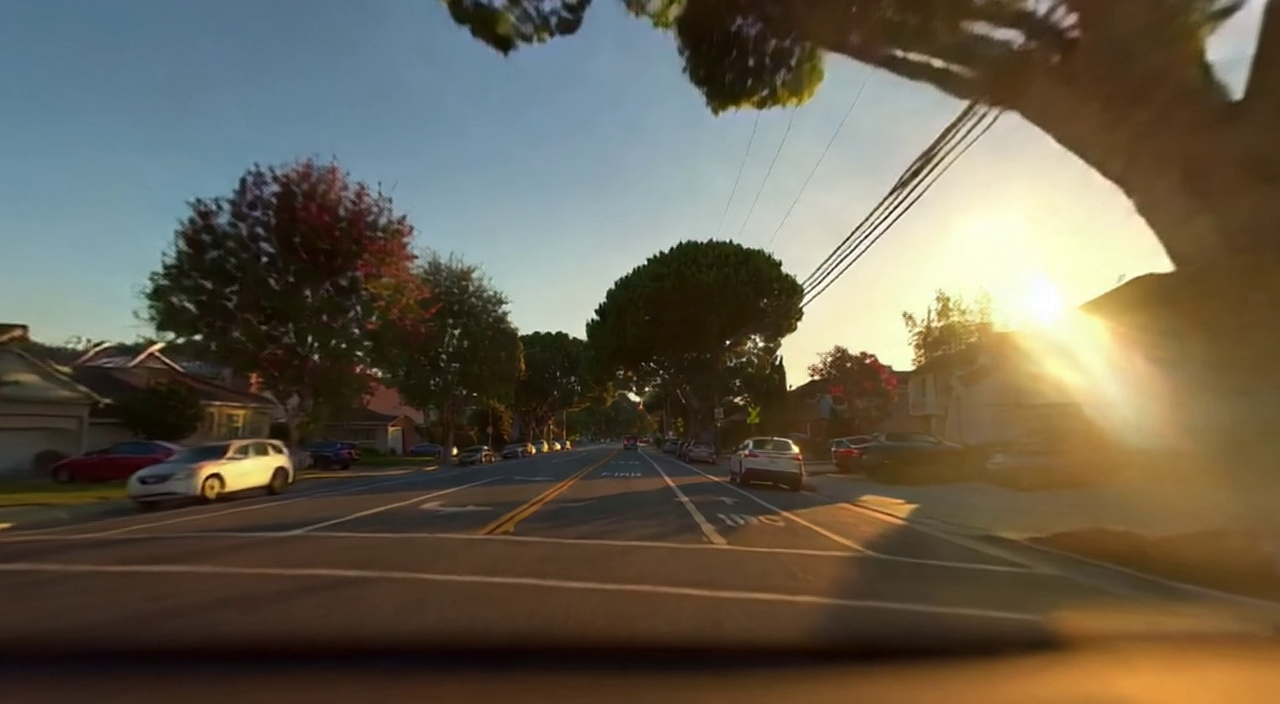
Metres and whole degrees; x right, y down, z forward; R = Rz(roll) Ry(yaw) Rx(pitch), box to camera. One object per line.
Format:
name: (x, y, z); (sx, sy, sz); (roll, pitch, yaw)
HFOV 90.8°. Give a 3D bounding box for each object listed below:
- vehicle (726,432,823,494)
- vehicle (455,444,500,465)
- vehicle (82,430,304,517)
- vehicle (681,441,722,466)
vehicle: (4.160, 3.512, 20.367); (2.027, 1.751, 4.433); (0, -8, -2)
vehicle: (-12.006, 7.573, 46.870); (2.079, 1.509, 4.591); (0, -8, 1)
vehicle: (-11.827, 3.206, 17.416); (2.199, 1.988, 5.454); (0, -8, -1)
vehicle: (3.913, 6.556, 41.037); (1.920, 1.541, 4.709); (1, -8, -4)
